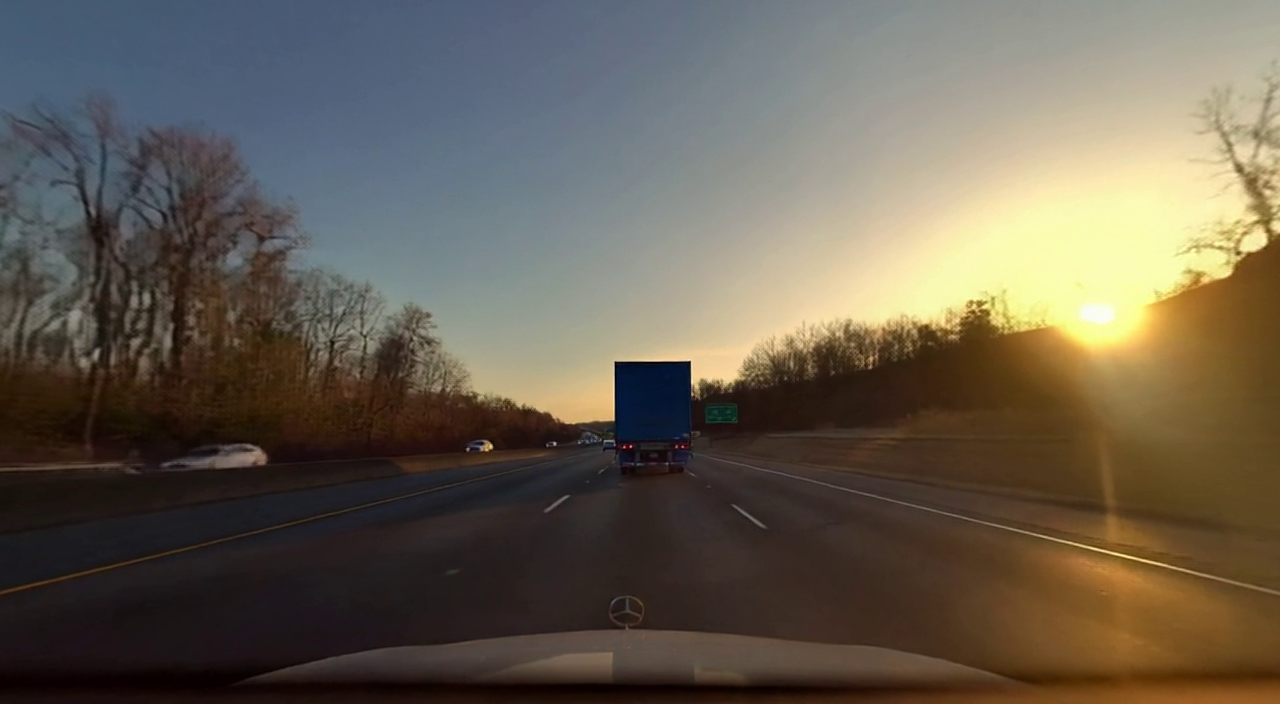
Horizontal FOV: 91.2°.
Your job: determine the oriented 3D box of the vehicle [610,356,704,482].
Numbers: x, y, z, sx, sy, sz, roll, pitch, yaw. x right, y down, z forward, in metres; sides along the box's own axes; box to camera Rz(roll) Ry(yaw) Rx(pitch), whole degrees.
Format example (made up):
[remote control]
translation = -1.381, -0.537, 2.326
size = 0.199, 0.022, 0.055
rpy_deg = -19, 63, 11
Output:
[vehicle]
translation = 0.543, 2.897, 25.503
size = 3.010, 4.039, 10.481
rpy_deg = 0, -8, 0
